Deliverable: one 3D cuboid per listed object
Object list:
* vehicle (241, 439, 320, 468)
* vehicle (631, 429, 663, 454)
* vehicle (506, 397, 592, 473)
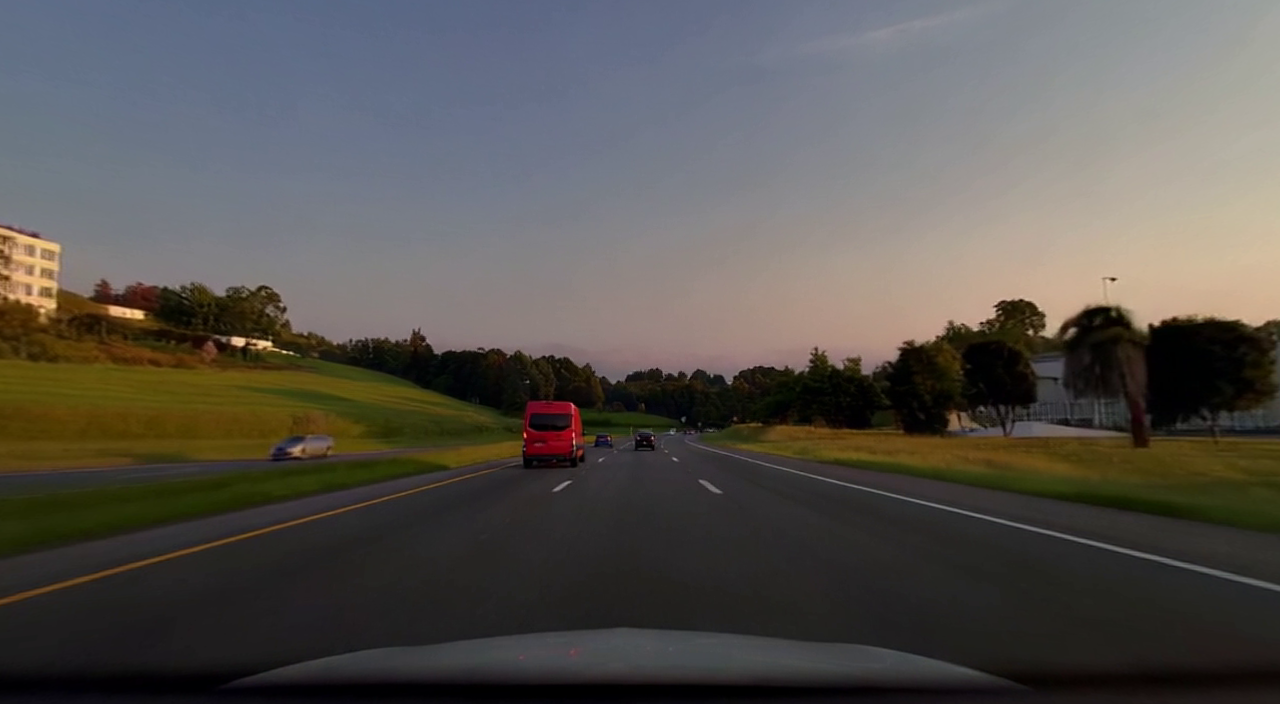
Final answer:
[{"bbox_3d":[-20.115,5.676,35.465,1.815,1.465,4.477,0,-8,0],"label":"vehicle"},{"bbox_3d":[0.468,6.355,44.704,2.104,1.646,4.176,0,-8,0],"label":"vehicle"},{"bbox_3d":[-3.311,3.210,24.359,2.424,2.577,5.828,0,-8,0],"label":"vehicle"}]
